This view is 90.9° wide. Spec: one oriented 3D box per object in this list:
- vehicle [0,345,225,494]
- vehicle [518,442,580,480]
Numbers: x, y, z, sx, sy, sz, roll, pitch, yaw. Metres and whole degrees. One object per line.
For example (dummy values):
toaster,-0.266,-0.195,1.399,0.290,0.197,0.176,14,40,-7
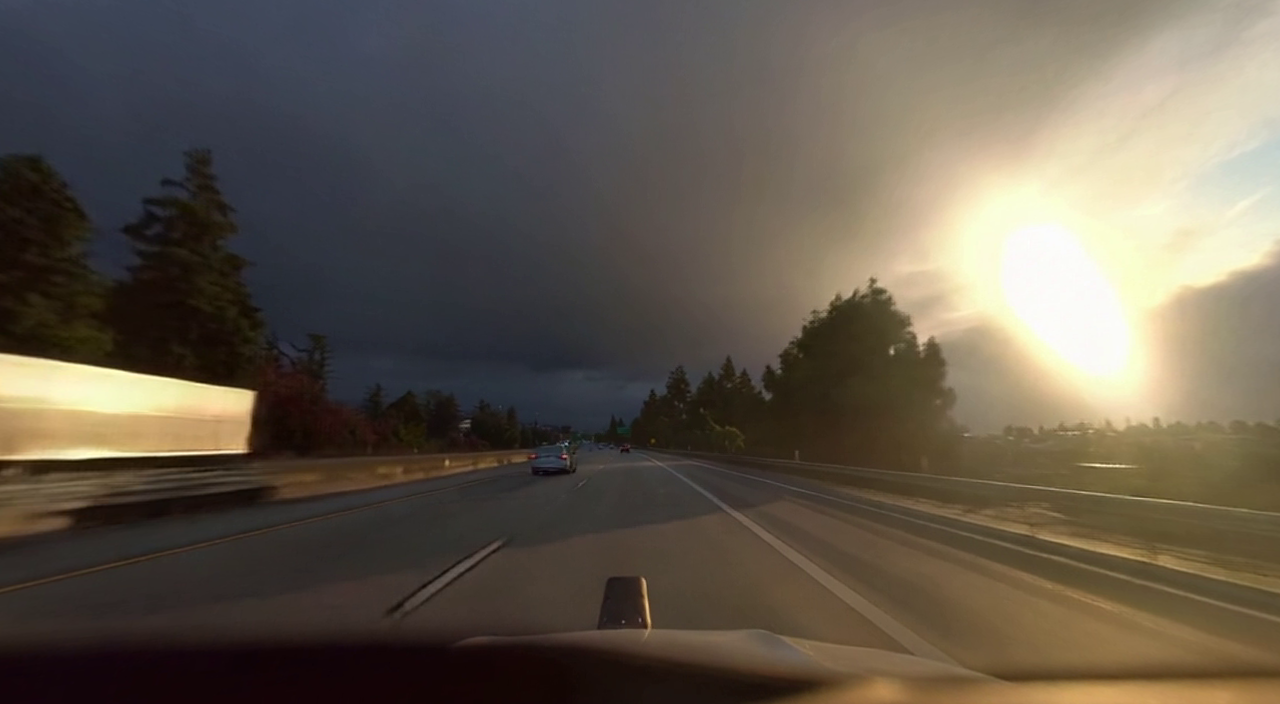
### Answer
vehicle,-17.412,1.909,17.141,2.973,3.650,13.844,0,-9,-1
vehicle,-4.005,4.876,28.460,2.083,1.560,4.713,0,-9,0
